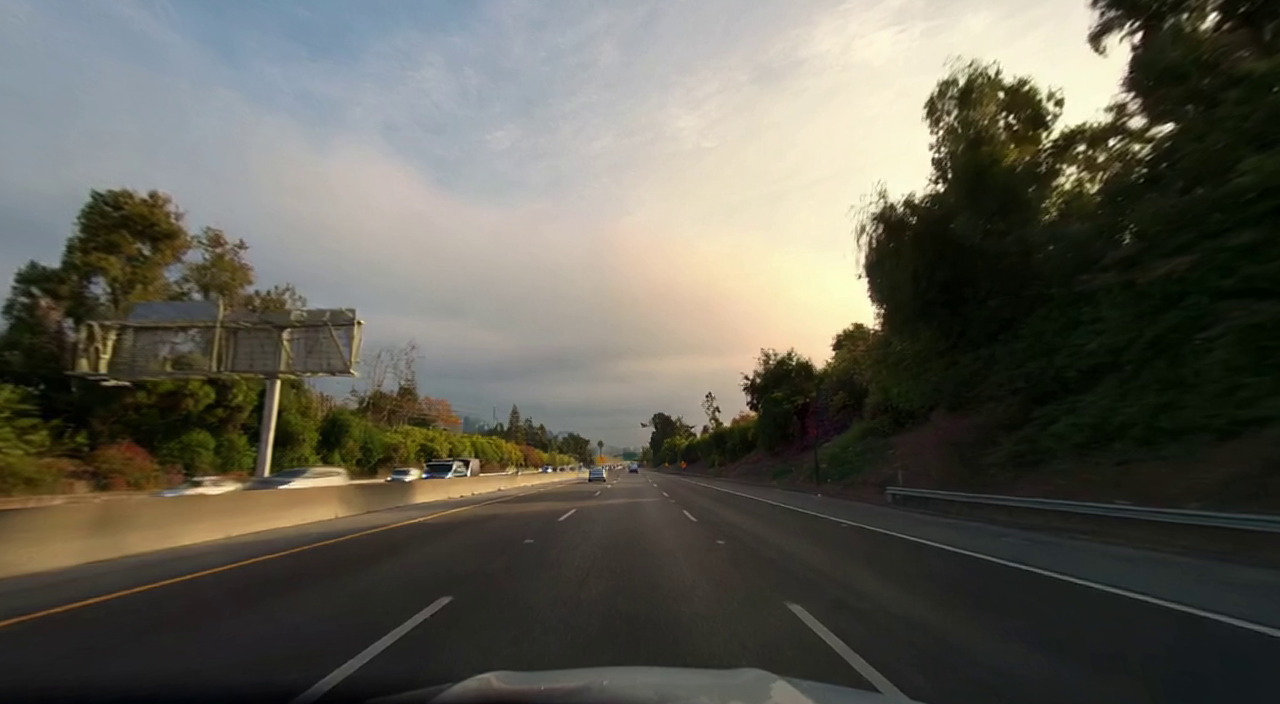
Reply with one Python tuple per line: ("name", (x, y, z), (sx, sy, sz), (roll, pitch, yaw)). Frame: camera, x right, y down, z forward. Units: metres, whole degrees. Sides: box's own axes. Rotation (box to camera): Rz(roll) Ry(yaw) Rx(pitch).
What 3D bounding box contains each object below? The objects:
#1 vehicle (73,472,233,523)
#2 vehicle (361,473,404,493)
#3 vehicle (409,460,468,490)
("vehicle", (-16.163, 4.828, 21.296), (1.818, 1.466, 4.498), (1, -10, -1))
("vehicle", (-19.760, 10.071, 48.525), (1.779, 1.434, 3.710), (1, -10, -1))
("vehicle", (-12.204, 7.502, 38.500), (2.117, 1.647, 4.613), (1, -10, -1))
